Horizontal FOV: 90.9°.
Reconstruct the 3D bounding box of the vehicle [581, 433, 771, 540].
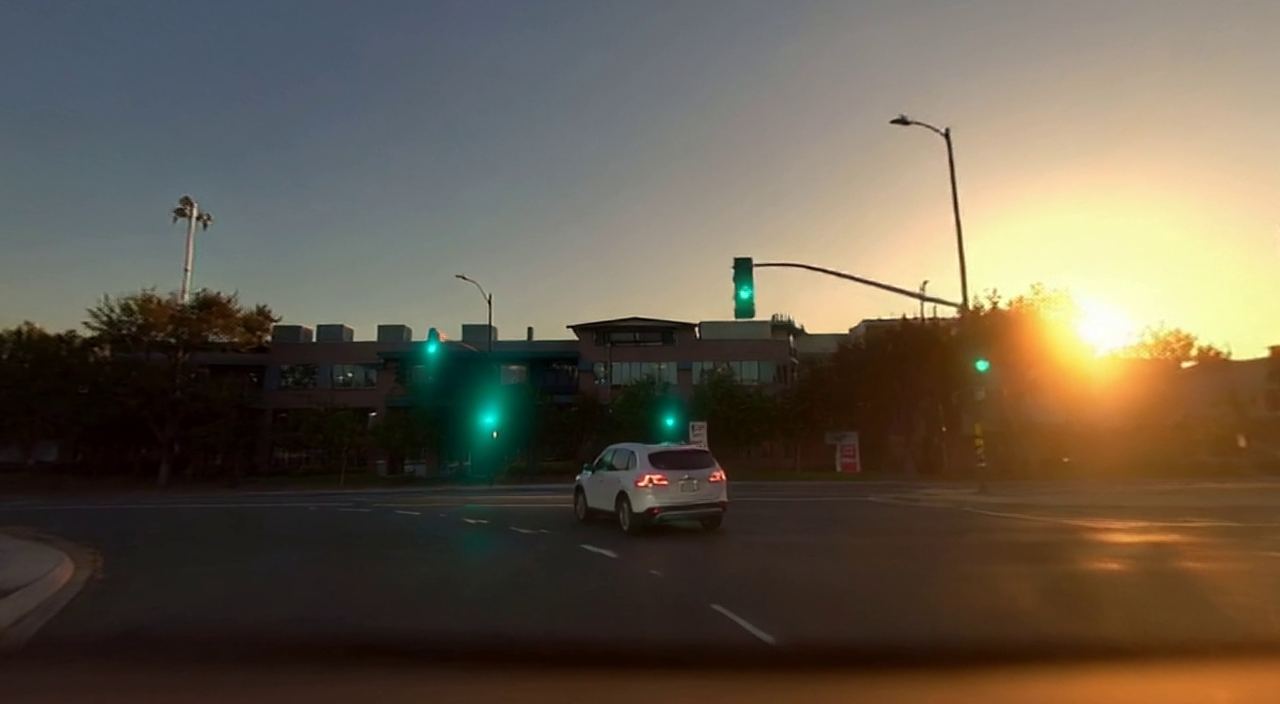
[{"bbox_3d":[0.456,2.448,12.193,1.938,1.648,4.211,4,-9,-24],"label":"vehicle"}]
